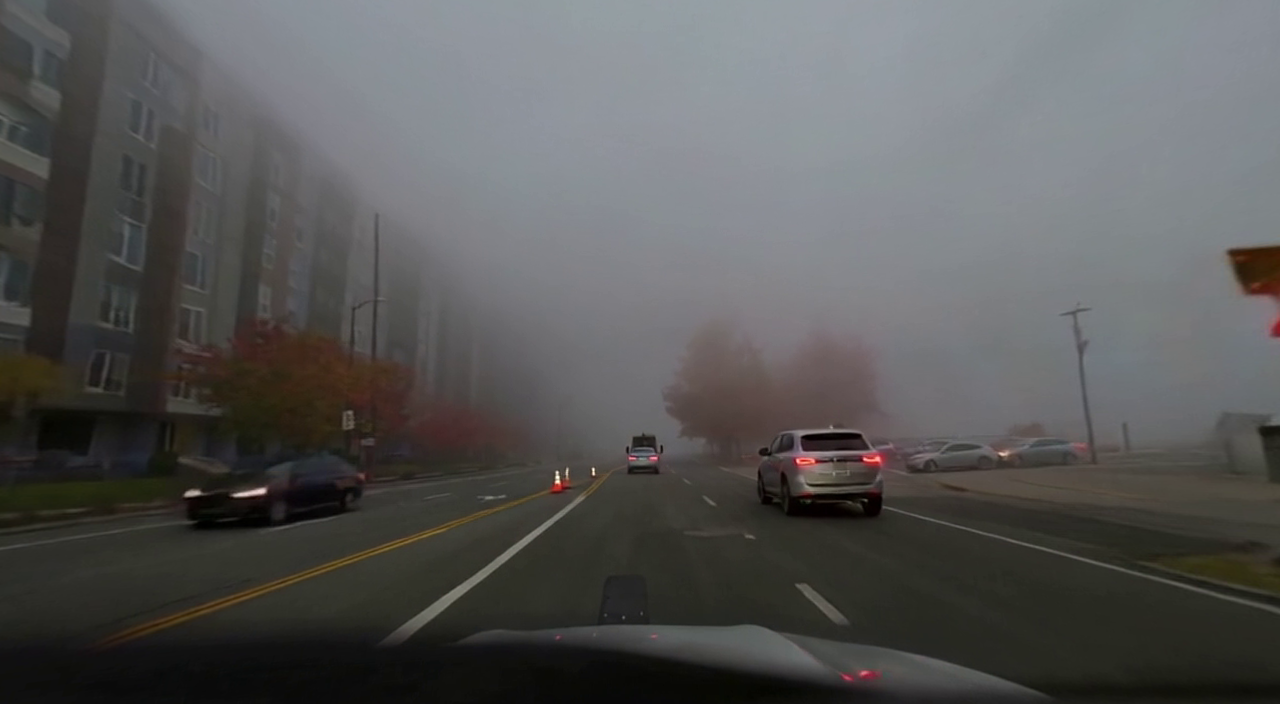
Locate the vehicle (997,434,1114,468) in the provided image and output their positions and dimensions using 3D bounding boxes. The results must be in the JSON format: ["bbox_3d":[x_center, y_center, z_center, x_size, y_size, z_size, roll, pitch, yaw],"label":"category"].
[{"bbox_3d":[22.047,5.266,33.458,4.629,1.756,2.124,0,-8,0],"label":"vehicle"}]

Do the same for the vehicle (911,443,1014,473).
[{"bbox_3d":[16.960,5.567,33.047,4.568,1.478,1.900,2,-9,-13],"label":"vehicle"}]

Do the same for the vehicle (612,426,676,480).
[{"bbox_3d":[0.253,4.889,30.593,2.762,2.309,6.723,0,-8,1],"label":"vehicle"}]

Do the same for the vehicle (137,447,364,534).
[{"bbox_3d":[-7.843,2.774,13.244,1.891,1.496,4.144,-1,-8,4],"label":"vehicle"}]

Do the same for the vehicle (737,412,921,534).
[{"bbox_3d":[3.291,2.245,12.354,2.120,1.828,5.531,0,-8,3],"label":"vehicle"}]
